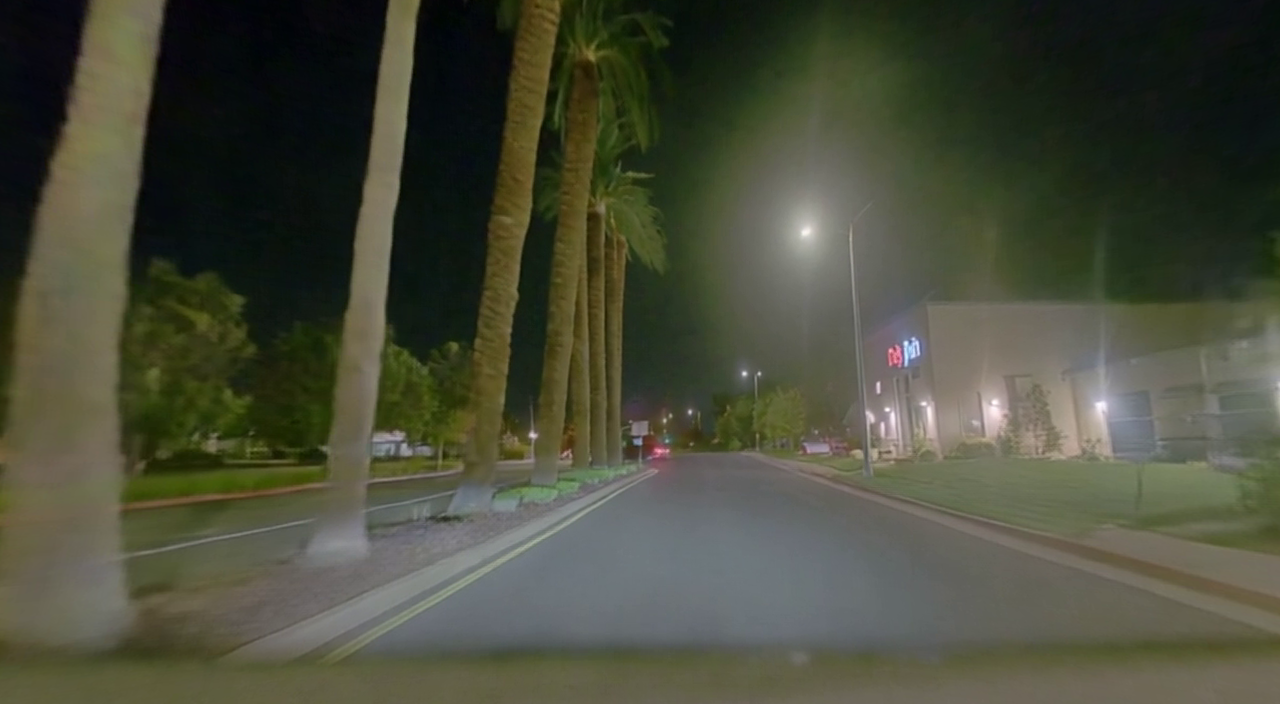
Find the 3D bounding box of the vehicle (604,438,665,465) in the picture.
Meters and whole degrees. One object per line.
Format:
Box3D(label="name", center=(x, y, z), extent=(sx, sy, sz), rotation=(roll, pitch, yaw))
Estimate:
Box3D(label="vehicle", center=(-0.462, 7.213, 46.046), extent=(2.174, 1.863, 4.651), rotation=(5, -10, -34))
